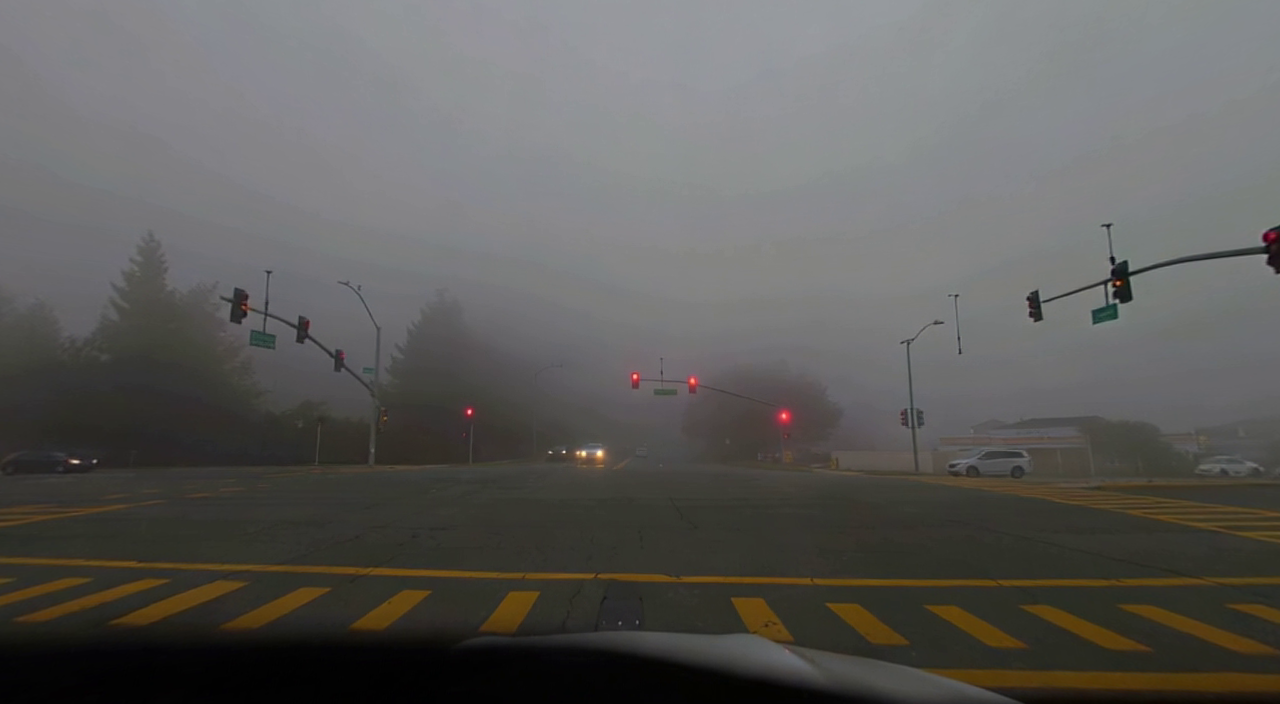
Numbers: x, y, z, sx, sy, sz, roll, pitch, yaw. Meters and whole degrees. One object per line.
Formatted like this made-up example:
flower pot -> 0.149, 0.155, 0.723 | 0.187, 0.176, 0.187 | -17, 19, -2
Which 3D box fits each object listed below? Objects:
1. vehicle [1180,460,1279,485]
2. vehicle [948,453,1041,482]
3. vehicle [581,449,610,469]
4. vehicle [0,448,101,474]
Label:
vehicle -> 36.246, 7.310, 38.281 | 4.976, 1.428, 1.929 | 0, -9, -2
vehicle -> 21.121, 6.867, 37.580 | 4.447, 1.623, 1.801 | 0, -9, -3
vehicle -> -3.417, 8.364, 49.204 | 1.908, 1.441, 4.142 | 0, -8, 1
vehicle -> -35.110, 6.430, 37.205 | 4.741, 1.447, 1.807 | 0, -9, 0
